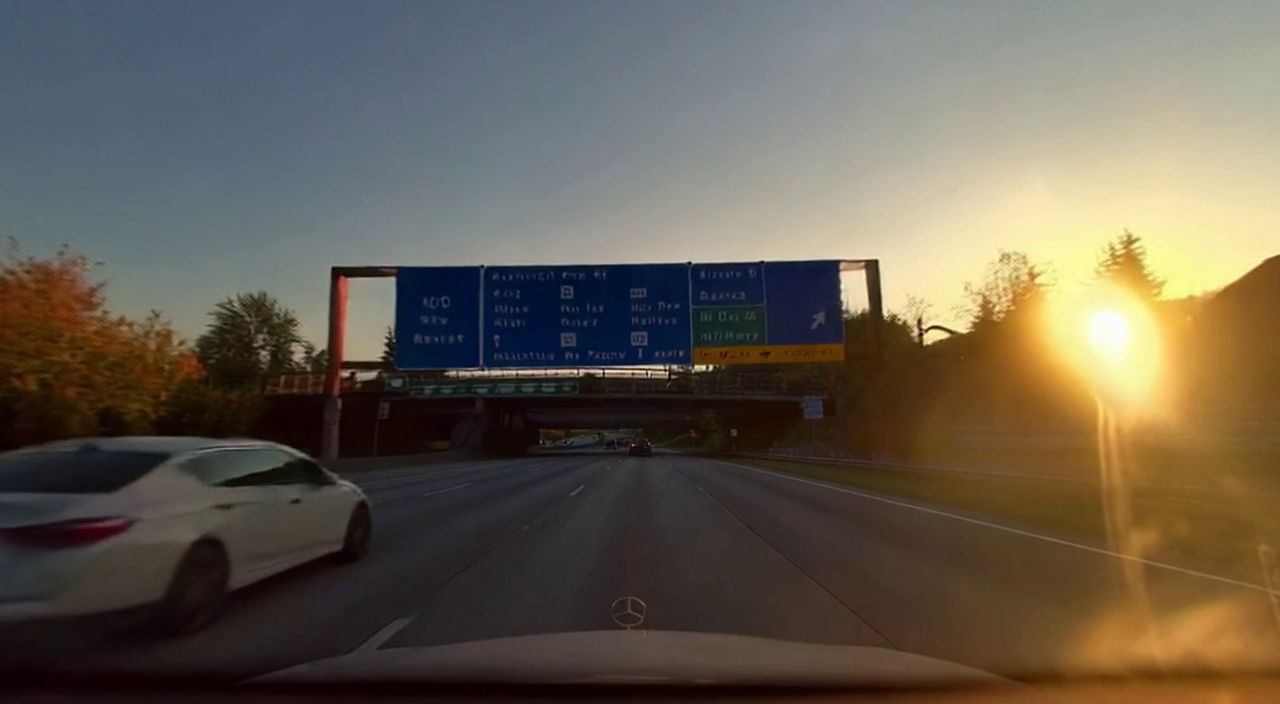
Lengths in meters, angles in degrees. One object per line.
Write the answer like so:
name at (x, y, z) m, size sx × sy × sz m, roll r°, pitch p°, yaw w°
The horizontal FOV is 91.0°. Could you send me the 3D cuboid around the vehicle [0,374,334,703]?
vehicle at (-3.951, 1.029, 3.845) m, size 2.012 × 1.570 × 4.126 m, roll 0°, pitch -8°, yaw 1°
